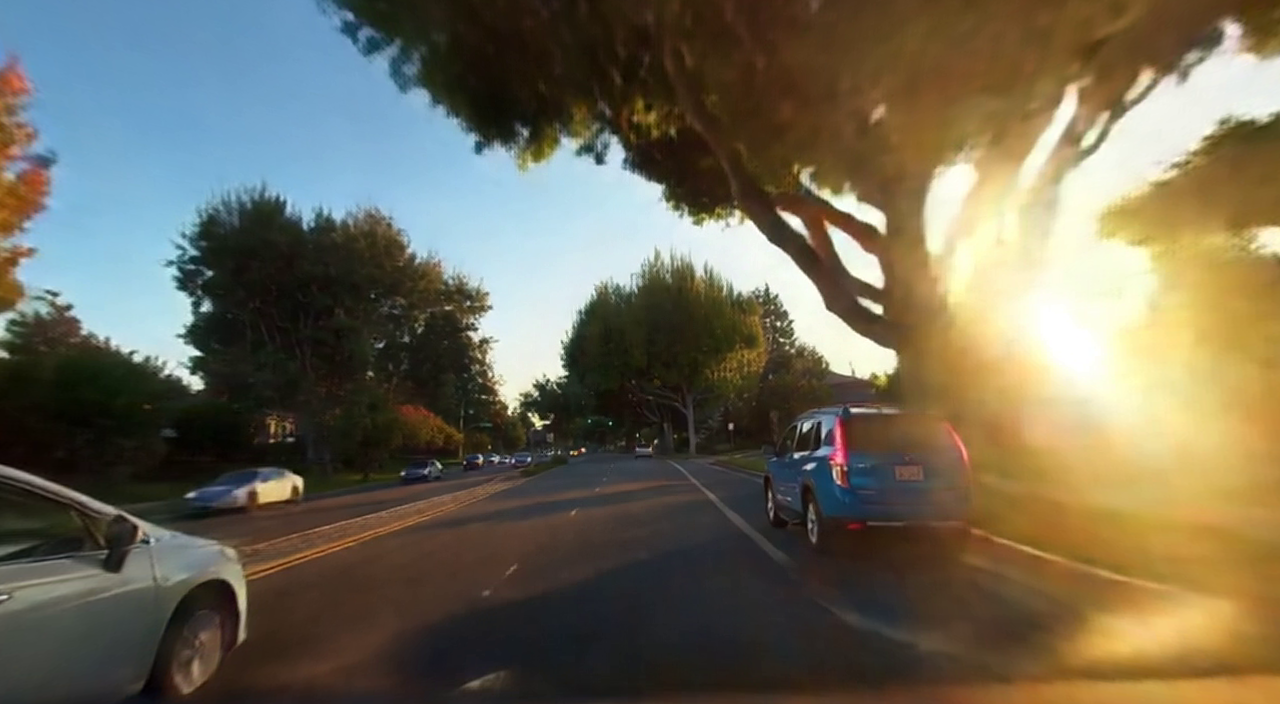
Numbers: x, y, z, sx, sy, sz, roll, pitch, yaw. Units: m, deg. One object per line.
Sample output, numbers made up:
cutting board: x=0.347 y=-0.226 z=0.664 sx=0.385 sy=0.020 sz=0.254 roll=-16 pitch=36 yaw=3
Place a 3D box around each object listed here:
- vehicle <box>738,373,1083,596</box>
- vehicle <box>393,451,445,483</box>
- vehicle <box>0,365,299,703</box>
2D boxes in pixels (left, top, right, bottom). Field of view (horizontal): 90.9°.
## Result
vehicle: x=2.962 y=1.653 z=8.771 sx=2.338 sy=2.063 sz=5.592 roll=-1 pitch=-8 yaw=1
vehicle: x=-13.541 y=7.033 z=38.836 sx=1.931 sy=1.788 sz=4.224 roll=0 pitch=-9 yaw=-4
vehicle: x=-3.333 y=0.836 z=1.891 sx=2.058 sy=1.659 sz=4.514 roll=-1 pitch=-8 yaw=0
